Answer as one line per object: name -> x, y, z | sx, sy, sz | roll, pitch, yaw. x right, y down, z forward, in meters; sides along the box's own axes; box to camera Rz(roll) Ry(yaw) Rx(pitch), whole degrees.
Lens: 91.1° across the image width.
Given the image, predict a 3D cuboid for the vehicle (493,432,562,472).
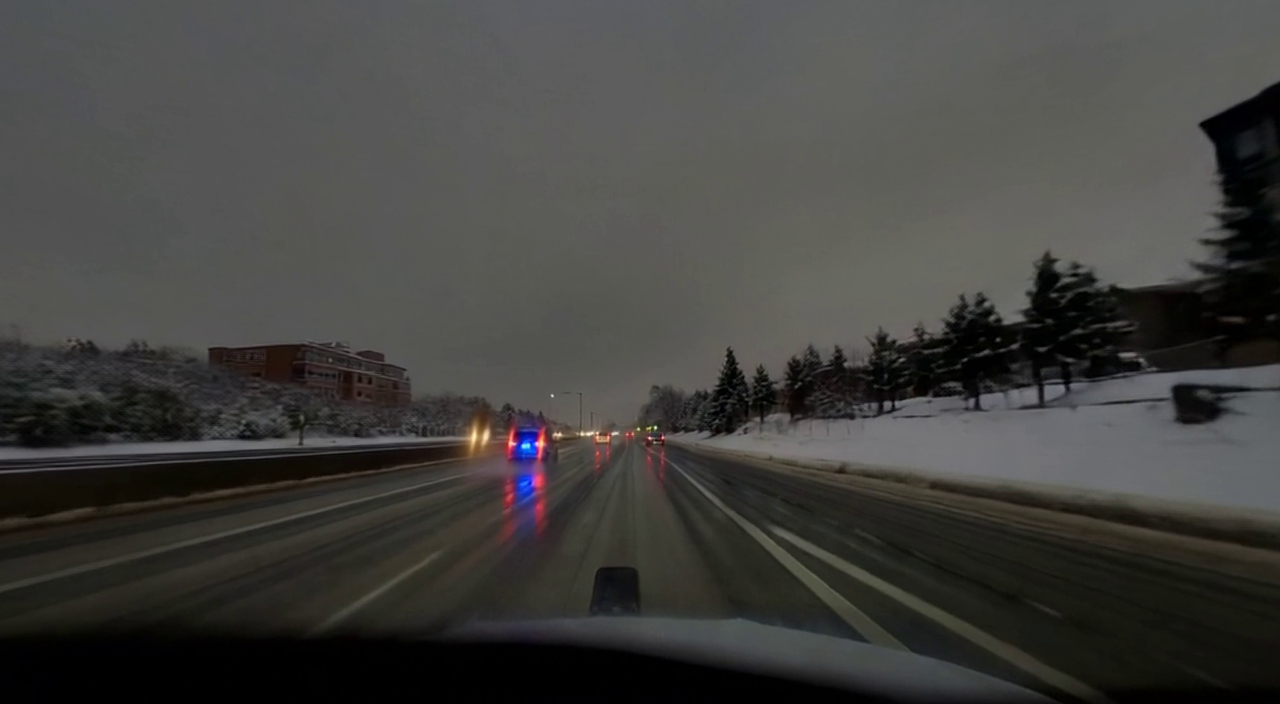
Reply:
vehicle -> -4.459, 4.018, 25.629 | 1.996, 1.490, 4.571 | 0, -8, 0
